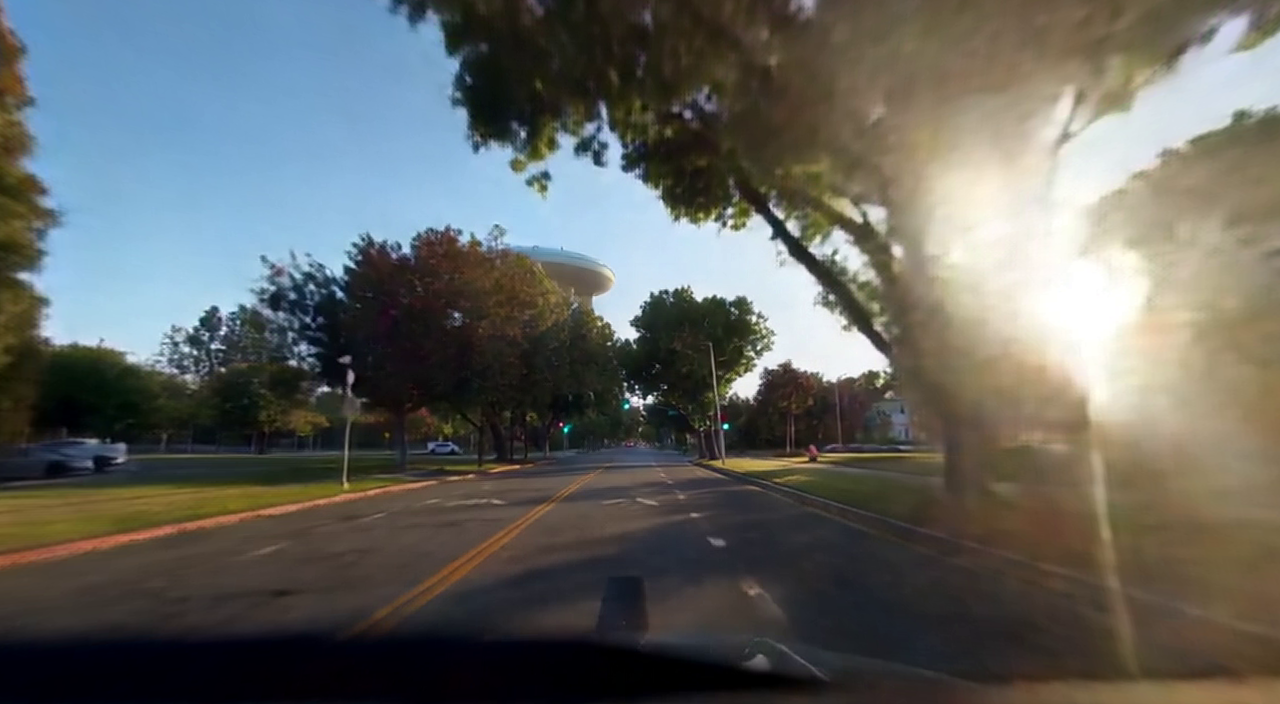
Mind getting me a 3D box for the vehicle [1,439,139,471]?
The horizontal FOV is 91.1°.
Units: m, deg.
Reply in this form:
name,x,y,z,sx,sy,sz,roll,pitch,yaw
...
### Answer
name,x,y,z,sx,sy,sz,roll,pitch,yaw
vehicle,-26.678,4.809,29.487,4.577,1.417,2.014,-1,-8,2
